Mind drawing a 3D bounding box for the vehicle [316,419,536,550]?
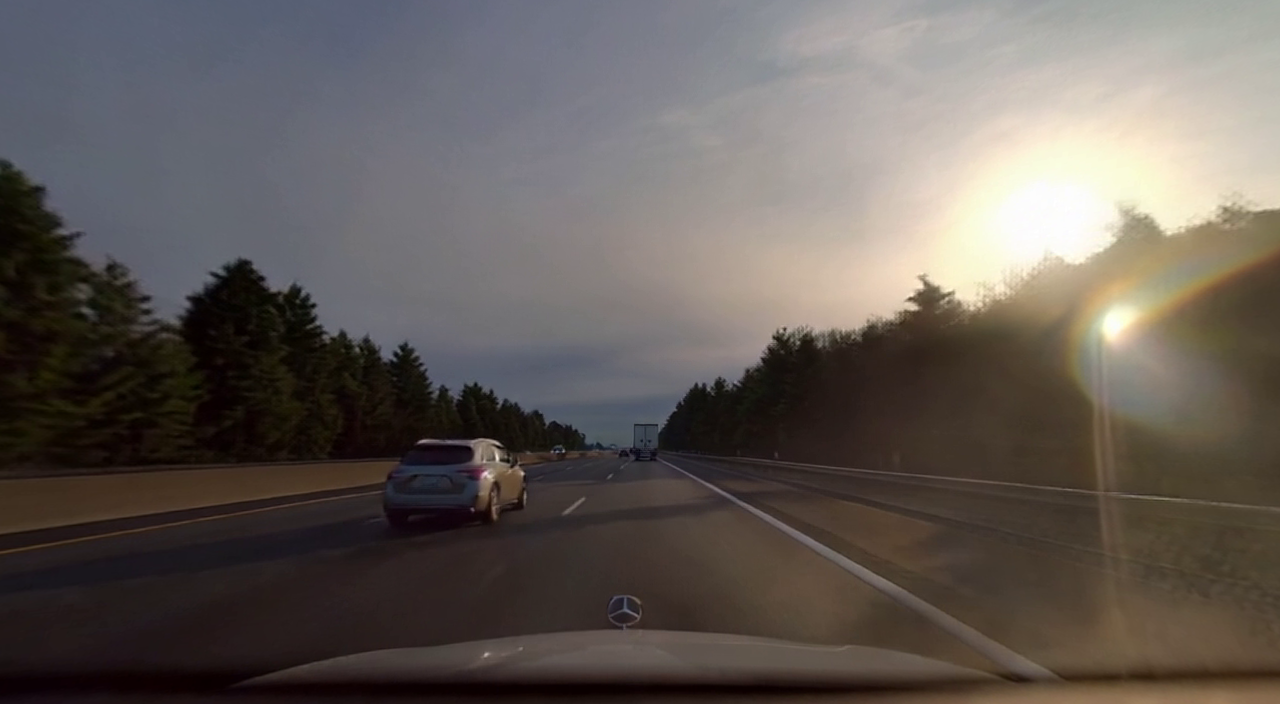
[{"bbox_3d":[-3.180,2.088,10.590,2.017,1.680,4.636,0,-9,0],"label":"vehicle"}]
